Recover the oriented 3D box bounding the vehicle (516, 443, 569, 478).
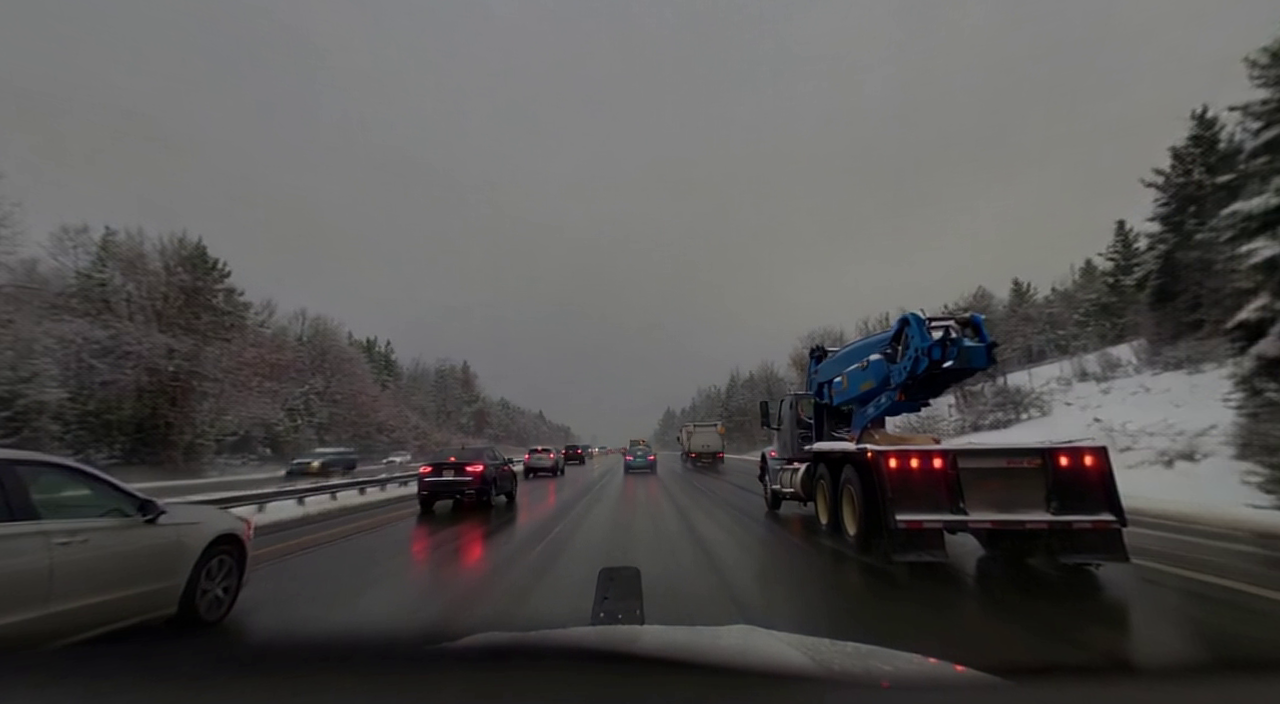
[{"bbox_3d":[-4.570,5.150,30.006,1.858,1.527,3.974,0,-9,0],"label":"vehicle"}]

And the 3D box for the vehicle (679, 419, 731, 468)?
[{"bbox_3d":[4.010,5.898,40.108,2.416,2.829,7.016,0,-9,-2],"label":"vehicle"}]

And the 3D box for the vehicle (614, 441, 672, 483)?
[{"bbox_3d":[0.078,4.385,25.229,2.150,1.498,3.988,0,-9,-1],"label":"vehicle"}]

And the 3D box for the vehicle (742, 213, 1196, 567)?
[{"bbox_3d":[3.943,0.958,10.581,2.975,3.618,8.456,0,-9,0],"label":"vehicle"}]

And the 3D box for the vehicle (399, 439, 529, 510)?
[{"bbox_3d":[-4.233,3.008,15.934,1.880,1.507,4.757,0,-9,1],"label":"vehicle"}]

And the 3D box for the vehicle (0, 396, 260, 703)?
[{"bbox_3d":[-4.173,1.009,3.105,1.978,1.556,4.119,0,-9,0],"label":"vehicle"}]

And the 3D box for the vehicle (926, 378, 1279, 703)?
[{"bbox_3d":[4.054,0.981,3.032,2.599,1.631,5.693,0,-9,-1],"label":"vehicle"}]

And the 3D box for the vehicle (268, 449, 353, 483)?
[{"bbox_3d":[-16.483,5.674,31.601,1.932,1.563,4.305,0,-9,0],"label":"vehicle"}]
